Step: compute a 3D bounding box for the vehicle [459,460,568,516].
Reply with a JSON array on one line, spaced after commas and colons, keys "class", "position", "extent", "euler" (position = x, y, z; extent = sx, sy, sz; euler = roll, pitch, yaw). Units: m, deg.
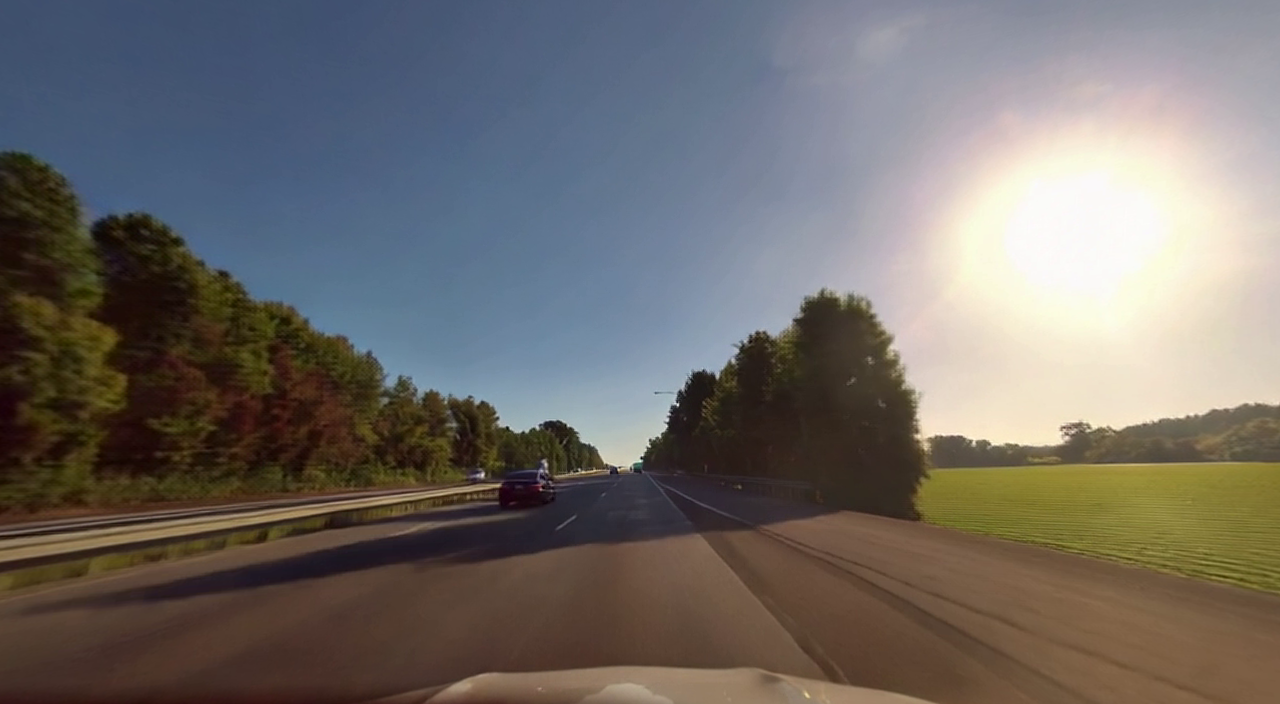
[{"class": "vehicle", "position": [-3.604, 4.014, 18.922], "extent": [2.183, 1.435, 4.653], "euler": [0, -10, 1]}]
